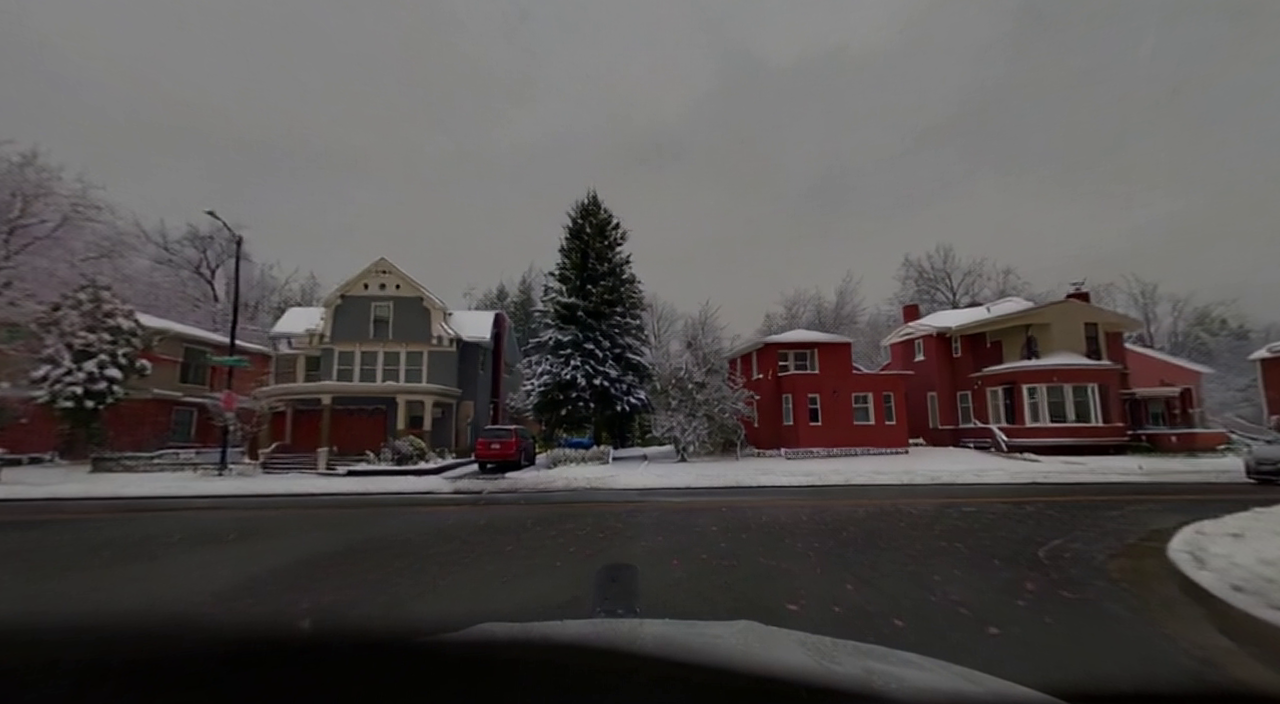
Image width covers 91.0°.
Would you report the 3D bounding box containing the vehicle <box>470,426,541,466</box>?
[{"bbox_3d":[-5.419,3.876,26.006,1.968,1.491,4.486,0,-8,0],"label":"vehicle"}]
